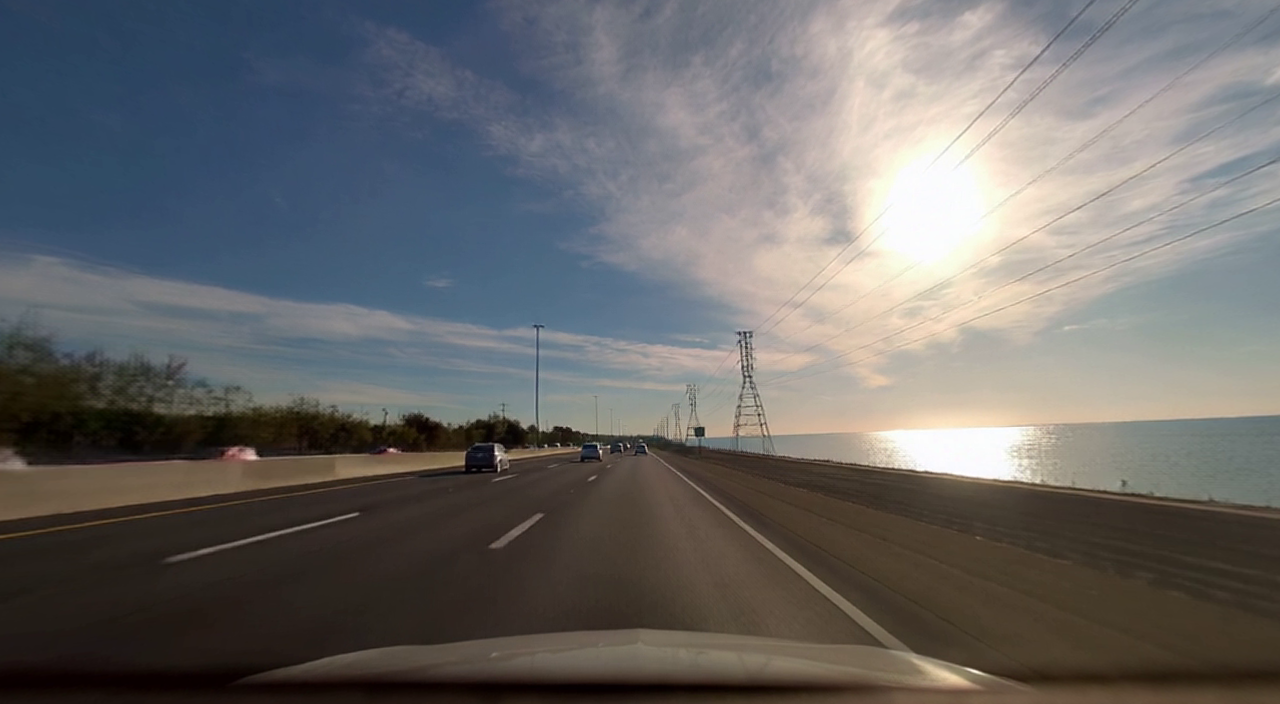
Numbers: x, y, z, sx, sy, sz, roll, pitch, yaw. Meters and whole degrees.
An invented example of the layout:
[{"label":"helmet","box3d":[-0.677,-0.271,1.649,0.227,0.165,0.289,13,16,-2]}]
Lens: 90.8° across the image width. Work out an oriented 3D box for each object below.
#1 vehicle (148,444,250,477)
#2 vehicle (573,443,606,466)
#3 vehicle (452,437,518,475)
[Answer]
[{"label":"vehicle","box3d":[-22.491,5.527,32.451,1.865,1.520,4.576,0,-8,0]},{"label":"vehicle","box3d":[-3.452,7.084,43.920,1.957,1.494,4.207,0,-8,1]},{"label":"vehicle","box3d":[-7.491,5.058,30.943,2.050,1.717,4.418,0,-8,1]}]
